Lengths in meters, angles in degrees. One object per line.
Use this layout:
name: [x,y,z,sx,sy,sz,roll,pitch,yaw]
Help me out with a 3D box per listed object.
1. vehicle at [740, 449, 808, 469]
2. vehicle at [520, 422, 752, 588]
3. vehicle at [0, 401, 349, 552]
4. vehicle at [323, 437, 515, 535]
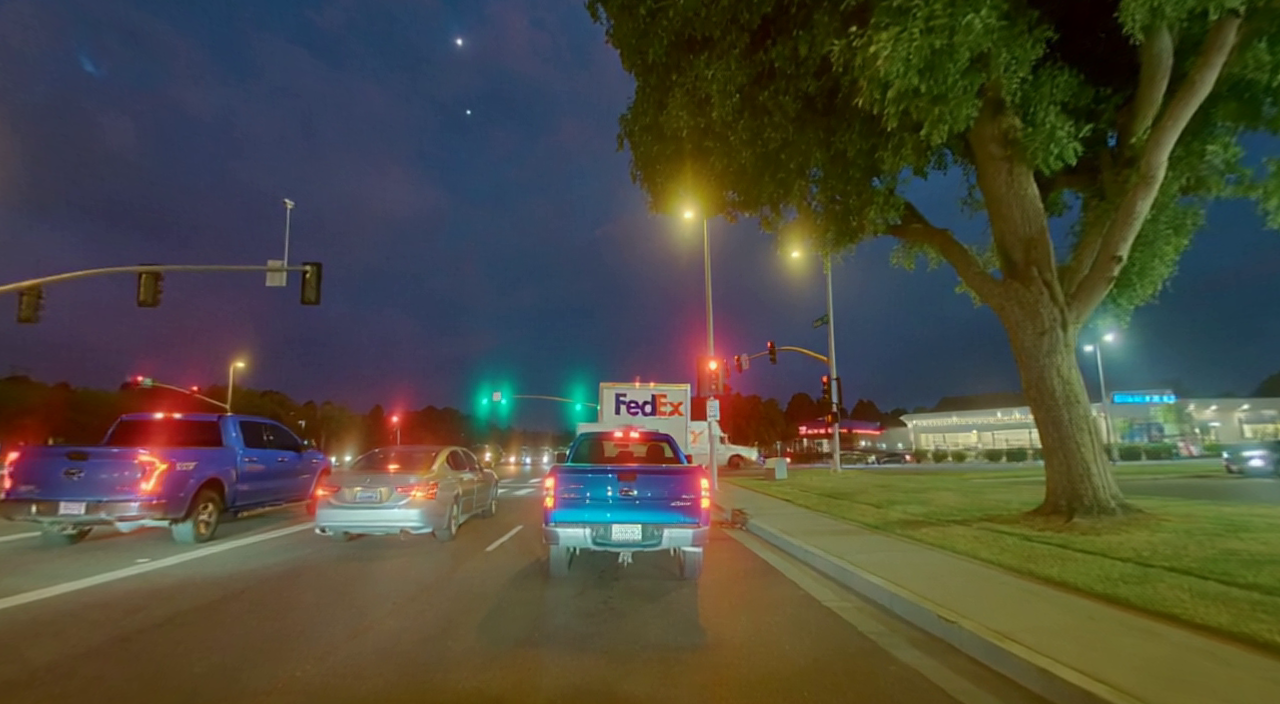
vehicle: [10.352,8.284,48.646,4.841,1.494,1.829,1,-9,-5]
vehicle: [-0.035,1.746,8.030,2.145,1.513,4.269,0,-9,0]
vehicle: [-7.280,1.981,10.737,2.125,1.893,5.498,0,-9,-2]
vehicle: [-3.860,2.398,11.936,1.949,1.487,4.390,0,-9,1]
